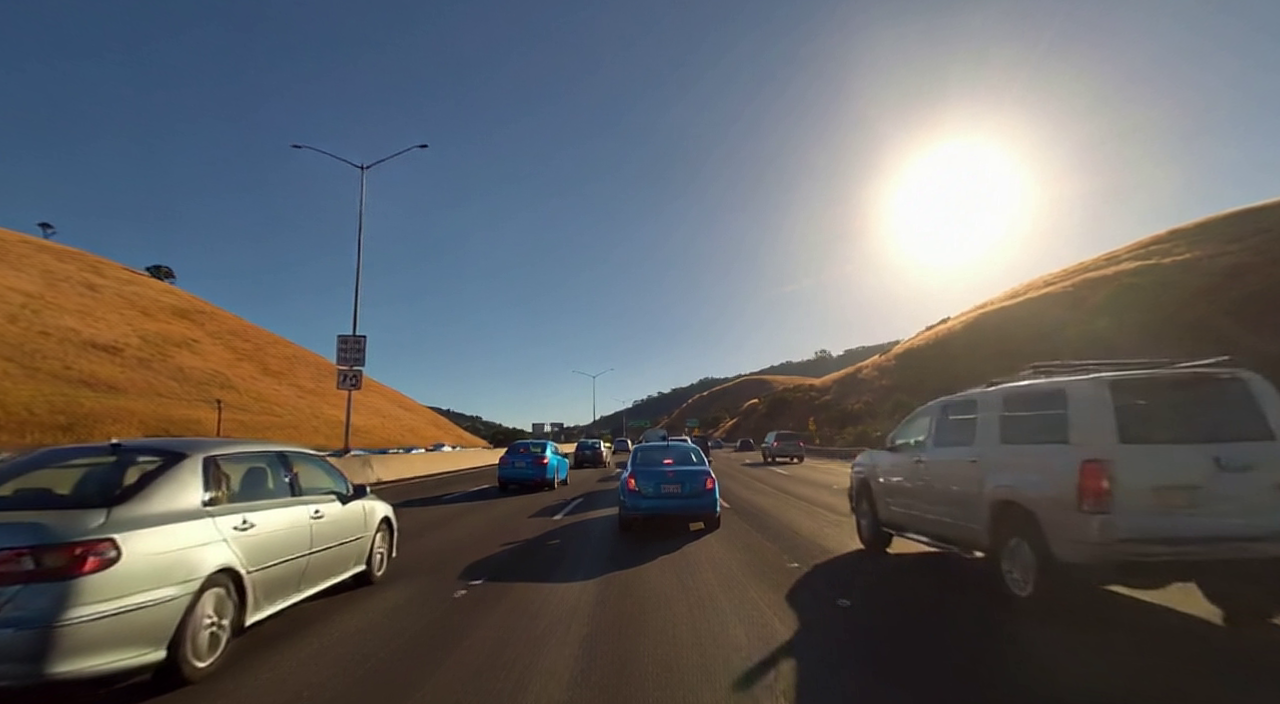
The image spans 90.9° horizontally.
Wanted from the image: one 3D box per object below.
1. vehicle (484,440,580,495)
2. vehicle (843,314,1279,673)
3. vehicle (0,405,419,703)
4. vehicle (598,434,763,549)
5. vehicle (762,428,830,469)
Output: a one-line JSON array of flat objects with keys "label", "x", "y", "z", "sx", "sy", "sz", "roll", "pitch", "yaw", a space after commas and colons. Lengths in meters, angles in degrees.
[{"label": "vehicle", "x": -3.126, "y": 3.440, "z": 19.214, "sx": 2.017, "sy": 1.446, "sz": 4.384, "roll": -1, "pitch": -9, "yaw": 2}, {"label": "vehicle", "x": 3.594, "y": 1.057, "z": 5.628, "sx": 2.086, "sy": 1.884, "sz": 4.547, "roll": 0, "pitch": -9, "yaw": 1}, {"label": "vehicle", "x": -3.455, "y": 1.292, "z": 4.629, "sx": 2.033, "sy": 1.513, "sz": 4.333, "roll": 0, "pitch": -9, "yaw": 1}, {"label": "vehicle", "x": 0.551, "y": 2.064, "z": 9.981, "sx": 2.072, "sy": 1.431, "sz": 3.904, "roll": 0, "pitch": -9, "yaw": 1}, {"label": "vehicle", "x": 7.612, "y": 4.777, "z": 31.347, "sx": 2.210, "sy": 1.831, "sz": 4.843, "roll": 0, "pitch": -9, "yaw": 1}]
